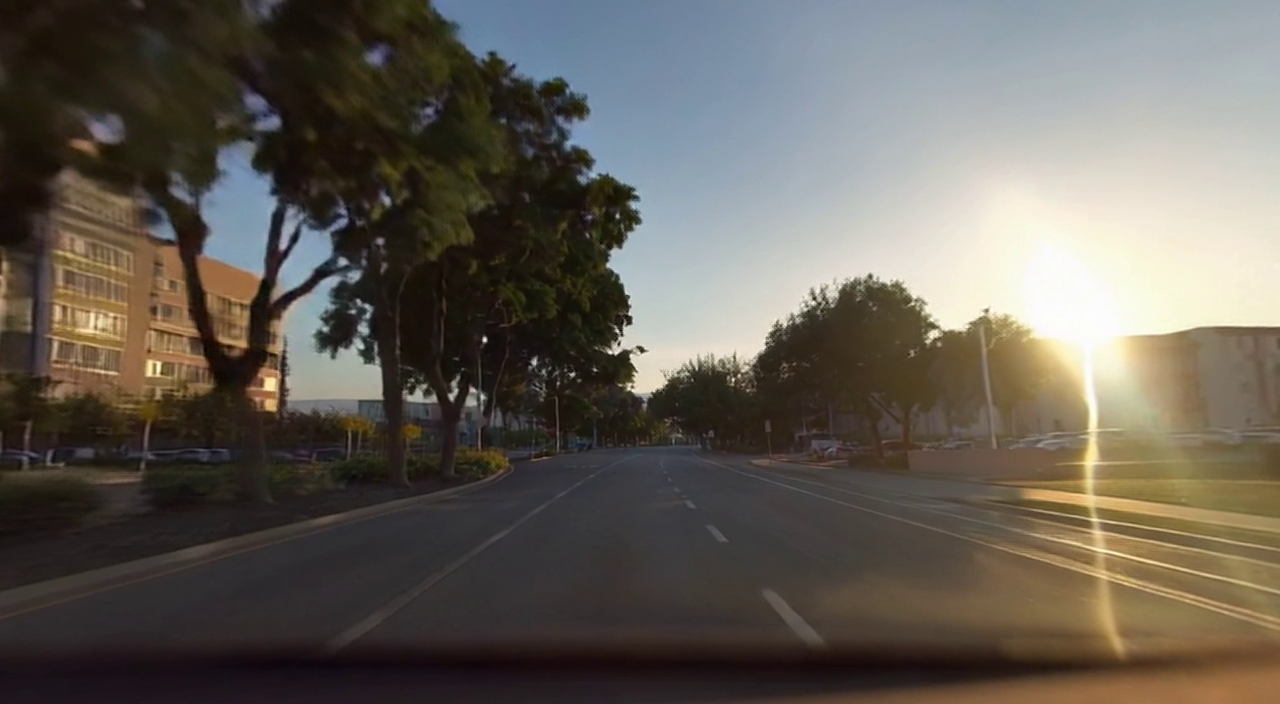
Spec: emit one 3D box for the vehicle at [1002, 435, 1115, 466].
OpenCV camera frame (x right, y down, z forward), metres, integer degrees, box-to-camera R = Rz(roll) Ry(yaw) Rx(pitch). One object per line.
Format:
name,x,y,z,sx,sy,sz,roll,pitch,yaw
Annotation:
vehicle,27.201,6.413,41.093,5.663,1.895,2.229,-1,-8,3

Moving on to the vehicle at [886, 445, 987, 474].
vehicle,15.613,5.678,33.374,4.331,1.469,2.008,-1,-9,3

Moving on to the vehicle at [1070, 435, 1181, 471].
vehicle,27.731,5.766,36.059,4.627,1.659,1.882,-4,-7,1
